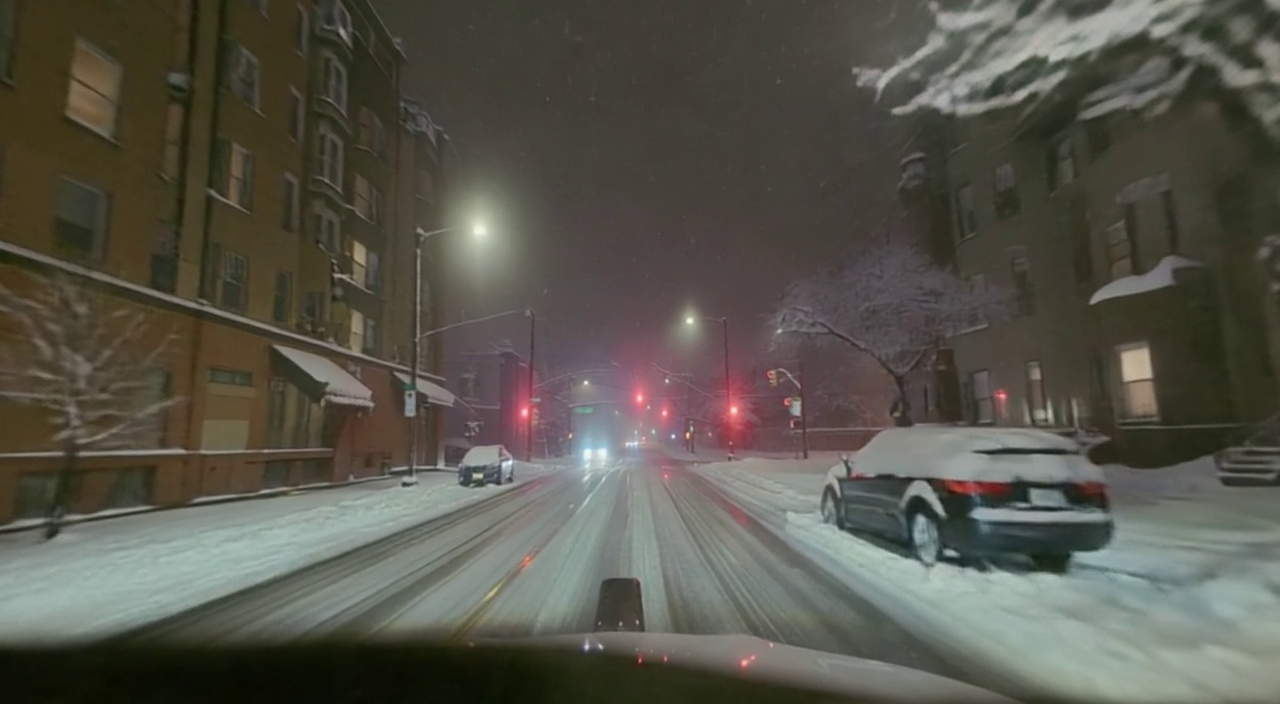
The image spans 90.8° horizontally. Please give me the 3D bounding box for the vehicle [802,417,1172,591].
[{"bbox_3d":[4.023,1.828,8.601,2.082,1.662,4.753,0,-8,-4],"label":"vehicle"}]

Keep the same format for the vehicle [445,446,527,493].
[{"bbox_3d":[-5.773,4.412,24.228,1.947,1.473,4.397,-4,-8,1],"label":"vehicle"}]

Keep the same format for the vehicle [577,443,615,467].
[{"bbox_3d":[-2.731,6.478,39.969,2.029,1.438,4.313,0,-8,1],"label":"vehicle"}]
